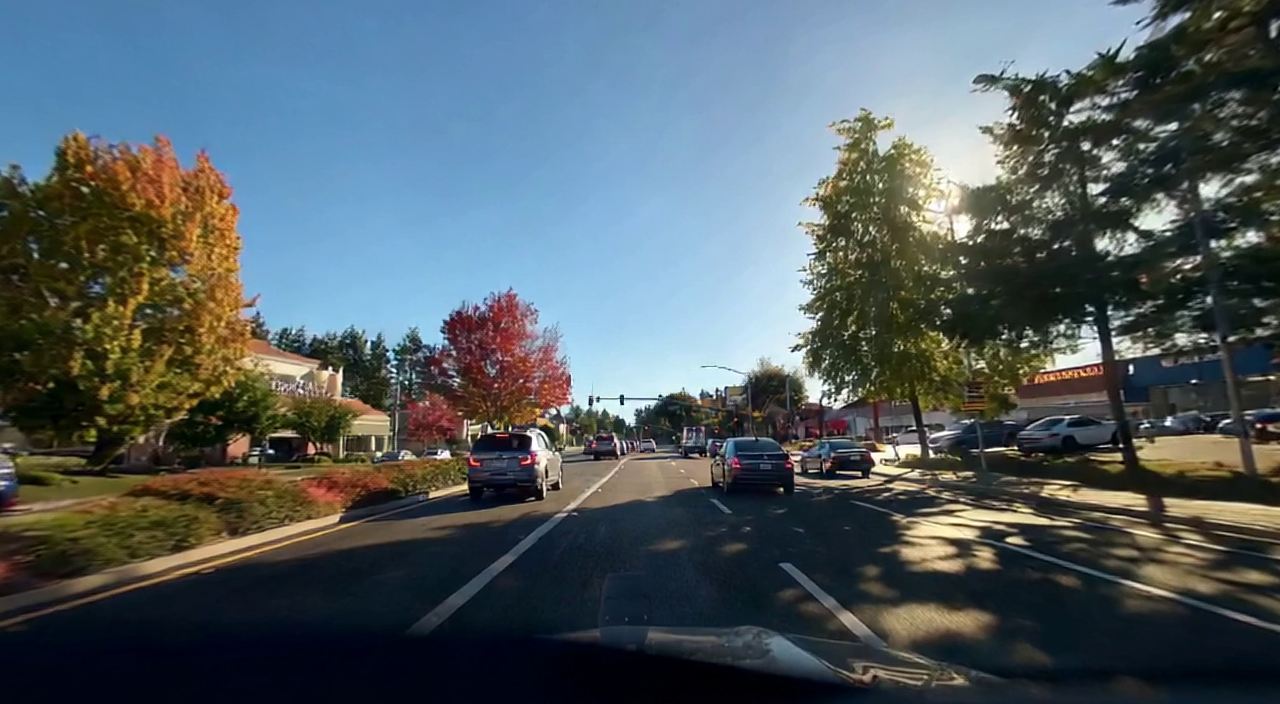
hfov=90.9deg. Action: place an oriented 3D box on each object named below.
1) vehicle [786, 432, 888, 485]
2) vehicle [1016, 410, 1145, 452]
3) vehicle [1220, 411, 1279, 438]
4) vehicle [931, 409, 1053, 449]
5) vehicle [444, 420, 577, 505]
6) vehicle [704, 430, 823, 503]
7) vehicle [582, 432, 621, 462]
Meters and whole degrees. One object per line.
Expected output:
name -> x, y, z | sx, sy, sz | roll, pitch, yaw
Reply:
vehicle -> 6.378, 3.503, 21.028 | 1.881, 1.540, 4.750 | 0, -9, 0
vehicle -> 17.096, 3.111, 24.434 | 4.698, 1.495, 2.125 | 4, -10, -29
vehicle -> 38.329, 4.273, 37.789 | 2.059, 1.432, 4.610 | 1, -10, -25
vehicle -> 16.815, 3.723, 30.141 | 4.953, 1.804, 2.337 | 3, -9, -21
vehicle -> -2.869, 2.592, 15.117 | 2.141, 1.719, 4.379 | 0, -9, 2
vehicle -> 2.813, 2.721, 15.417 | 2.004, 1.512, 4.206 | 0, -9, 0
vehicle -> -2.409, 6.105, 40.550 | 2.117, 1.799, 4.442 | 0, -9, 1
